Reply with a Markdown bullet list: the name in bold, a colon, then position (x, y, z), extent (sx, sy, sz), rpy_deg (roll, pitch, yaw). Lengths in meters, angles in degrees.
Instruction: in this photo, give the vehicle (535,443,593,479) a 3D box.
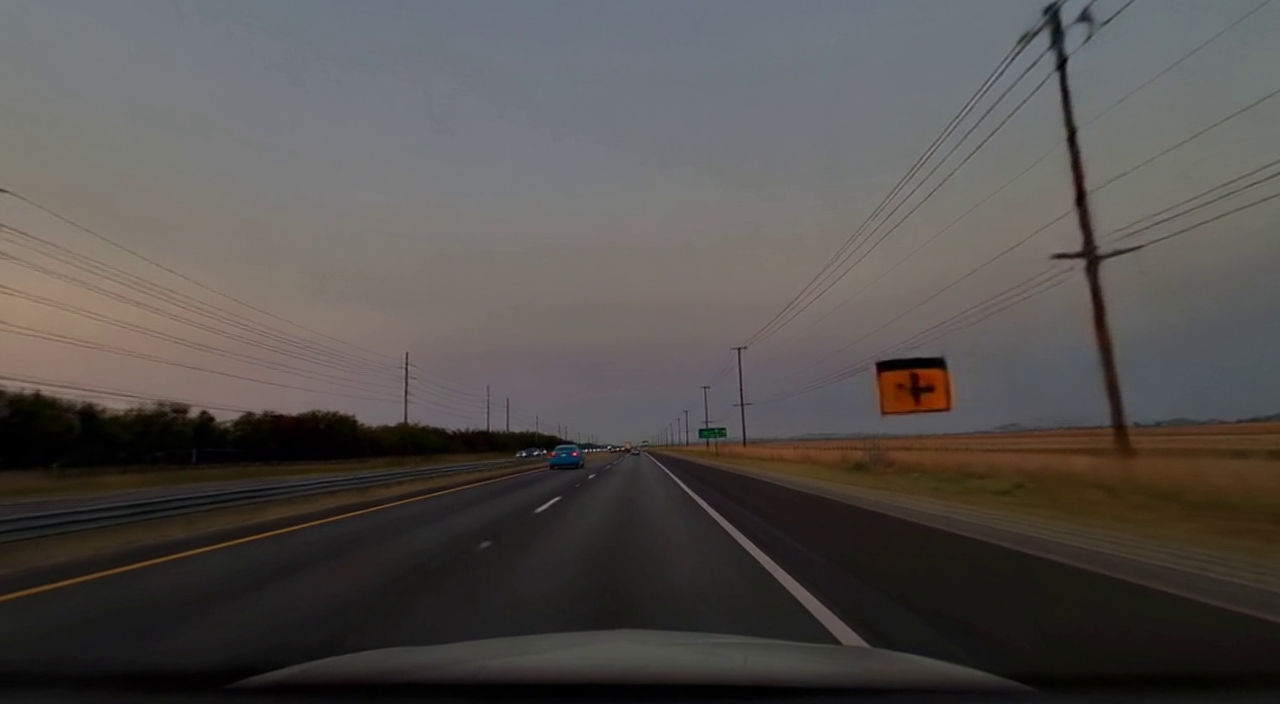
- **vehicle**: position (-3.512, 5.146, 29.897), extent (2.106, 1.543, 4.465), rpy_deg (0, -9, 1)
